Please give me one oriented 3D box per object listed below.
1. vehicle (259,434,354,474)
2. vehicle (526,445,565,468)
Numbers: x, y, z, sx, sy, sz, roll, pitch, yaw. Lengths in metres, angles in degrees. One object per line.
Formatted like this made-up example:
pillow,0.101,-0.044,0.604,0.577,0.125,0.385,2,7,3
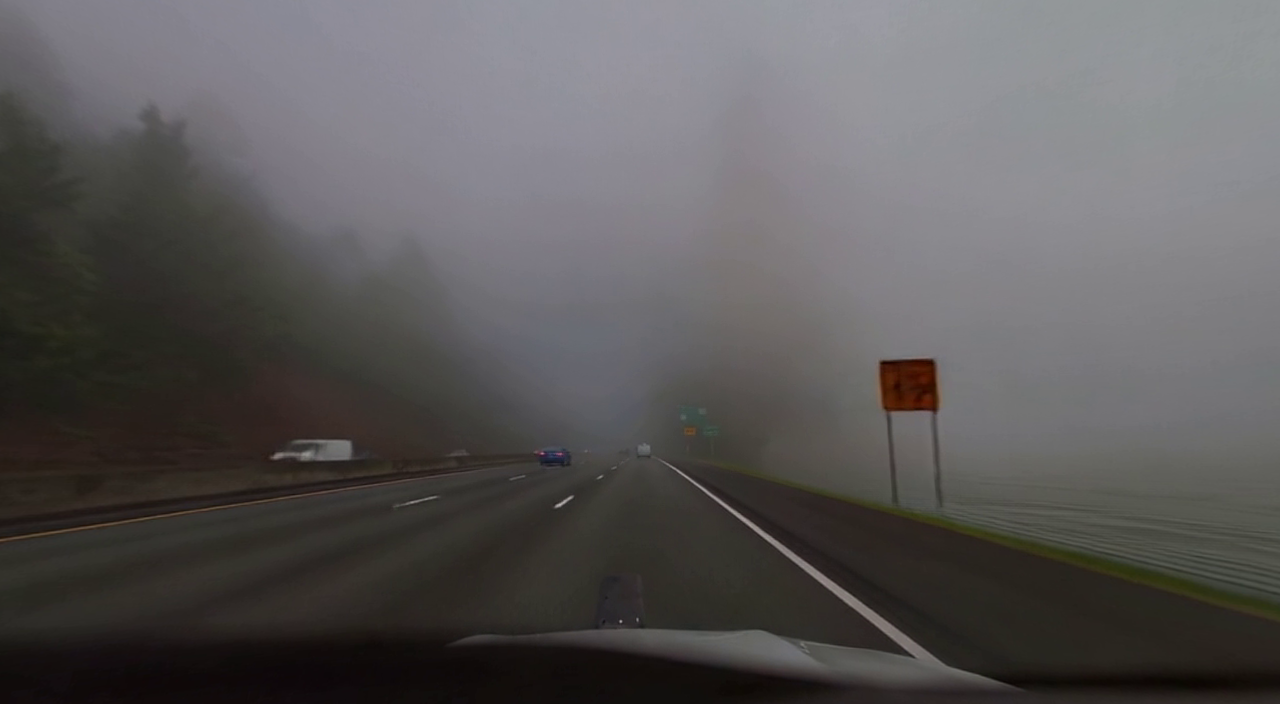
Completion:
vehicle,-21.475,6.598,41.053,2.362,2.345,6.916,0,-8,1
vehicle,-6.930,7.736,46.804,2.094,1.579,4.655,0,-8,1
